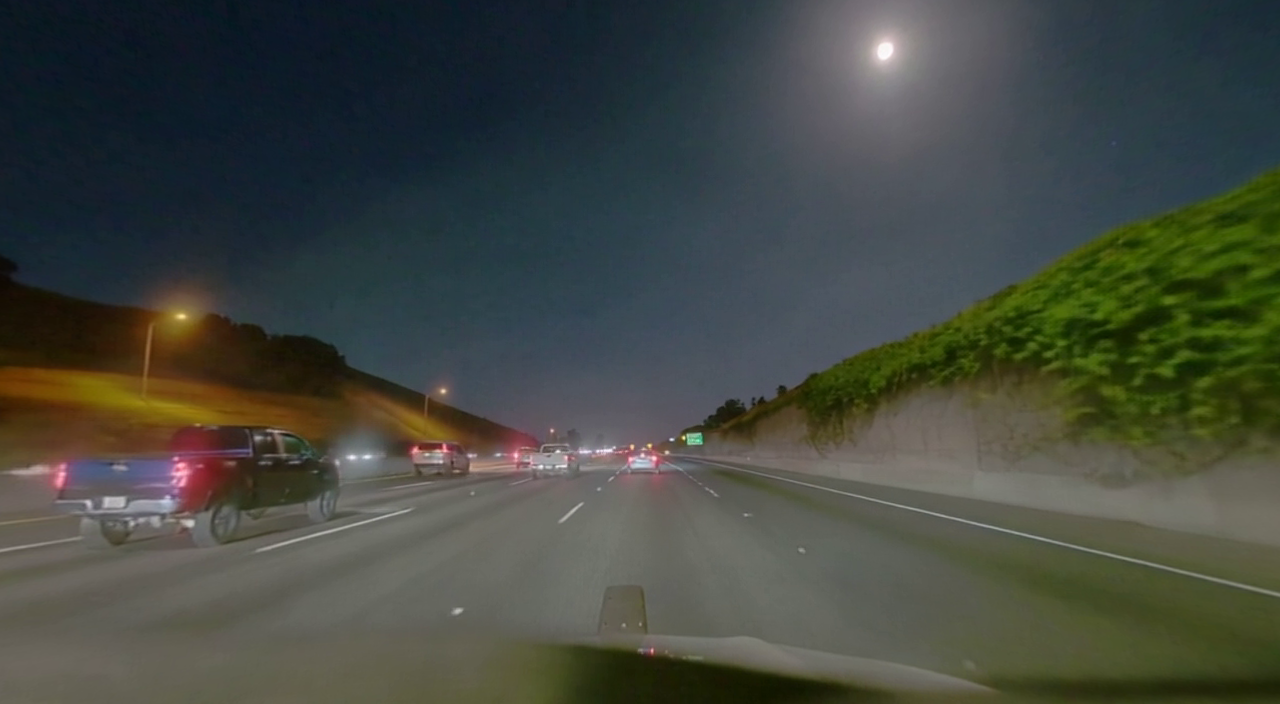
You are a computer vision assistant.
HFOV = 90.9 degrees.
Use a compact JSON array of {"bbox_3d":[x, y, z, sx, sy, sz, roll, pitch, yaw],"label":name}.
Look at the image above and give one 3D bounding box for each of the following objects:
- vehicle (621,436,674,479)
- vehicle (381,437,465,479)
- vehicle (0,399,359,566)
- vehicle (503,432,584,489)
[{"bbox_3d":[0.327,4.834,29.067,2.233,1.804,4.273,0,-9,0],"label":"vehicle"},{"bbox_3d":[-10.715,5.274,31.695,2.230,1.928,5.333,0,-9,1],"label":"vehicle"},{"bbox_3d":[-6.651,1.855,9.743,2.108,1.856,5.214,0,-9,1],"label":"vehicle"},{"bbox_3d":[-3.325,3.852,22.709,2.093,1.820,4.506,0,-9,1],"label":"vehicle"}]
